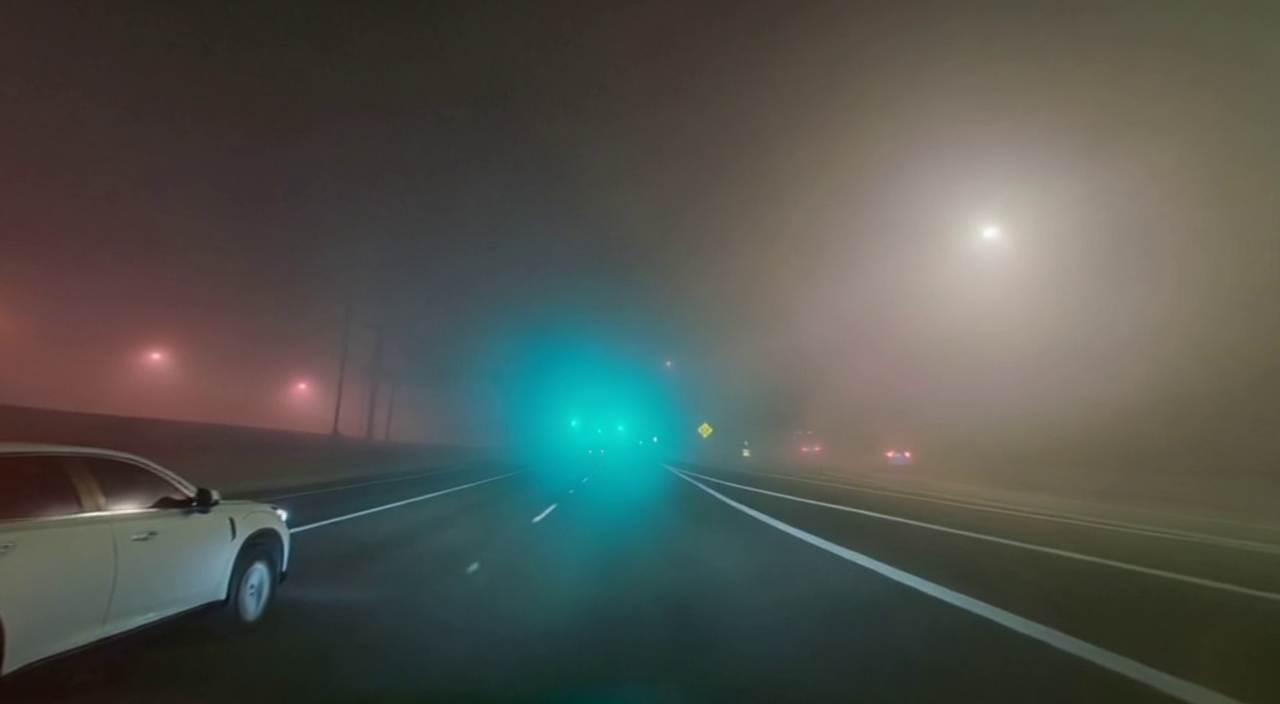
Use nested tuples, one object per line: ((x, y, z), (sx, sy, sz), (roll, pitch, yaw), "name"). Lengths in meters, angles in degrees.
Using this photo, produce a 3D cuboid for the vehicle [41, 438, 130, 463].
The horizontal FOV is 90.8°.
((-33.688, 5.992, 38.544), (1.826, 1.434, 4.032), (0, -8, -2), "vehicle")
